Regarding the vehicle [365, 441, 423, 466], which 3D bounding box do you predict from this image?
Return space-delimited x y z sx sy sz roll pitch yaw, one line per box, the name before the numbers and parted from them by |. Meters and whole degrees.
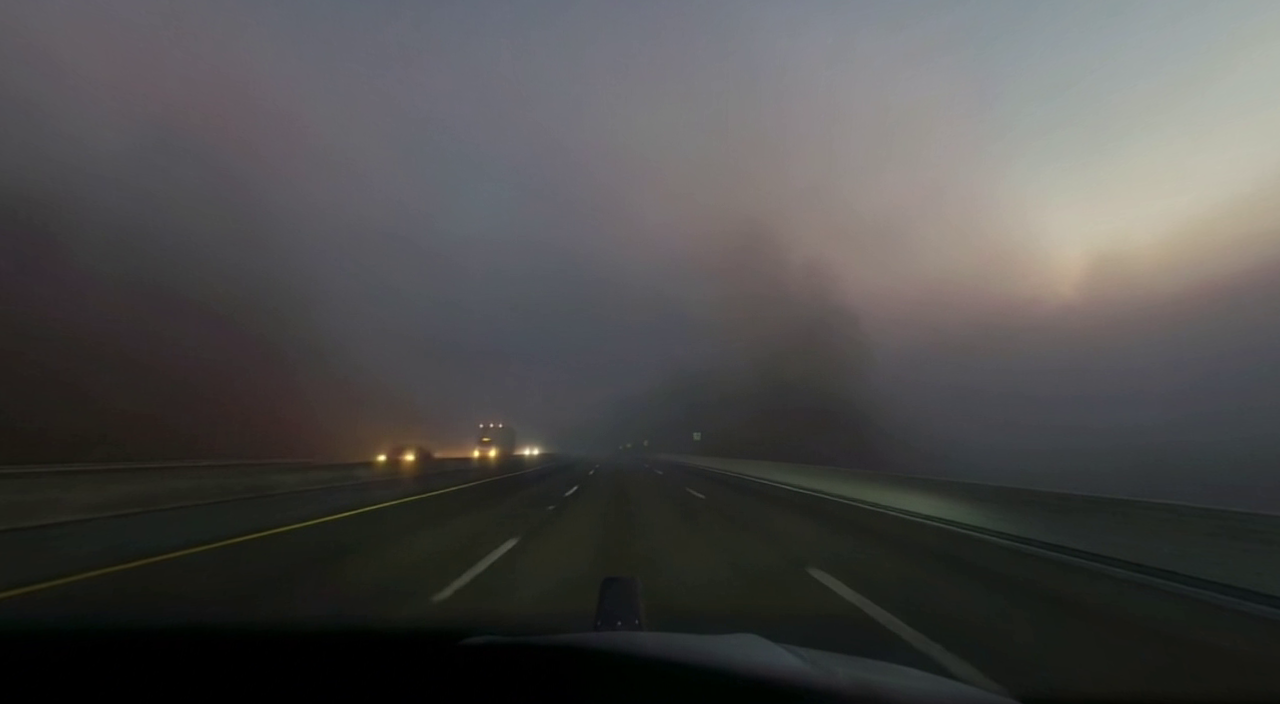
vehicle | -15.978 6.610 41.047 2.073 1.563 4.470 0 -9 -1
